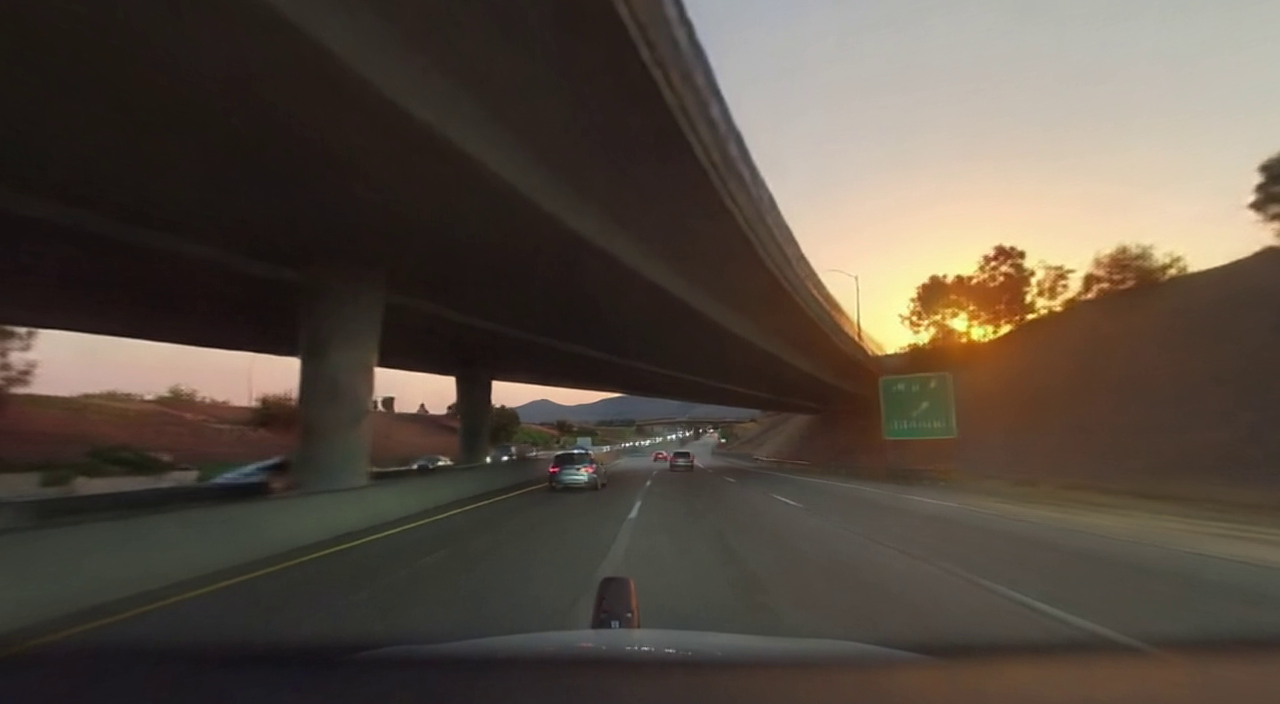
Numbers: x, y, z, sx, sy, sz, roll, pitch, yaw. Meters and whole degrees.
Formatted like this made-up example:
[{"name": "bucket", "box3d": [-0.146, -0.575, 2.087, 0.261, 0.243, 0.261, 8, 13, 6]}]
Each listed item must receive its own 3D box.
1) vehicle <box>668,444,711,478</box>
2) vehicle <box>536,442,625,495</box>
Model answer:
[{"name": "vehicle", "box3d": [2.615, 5.574, 32.358, 1.969, 1.595, 3.964, -2, -9, 8]}, {"name": "vehicle", "box3d": [-1.896, 3.884, 21.365, 2.084, 1.594, 4.219, -2, -9, 8]}]
